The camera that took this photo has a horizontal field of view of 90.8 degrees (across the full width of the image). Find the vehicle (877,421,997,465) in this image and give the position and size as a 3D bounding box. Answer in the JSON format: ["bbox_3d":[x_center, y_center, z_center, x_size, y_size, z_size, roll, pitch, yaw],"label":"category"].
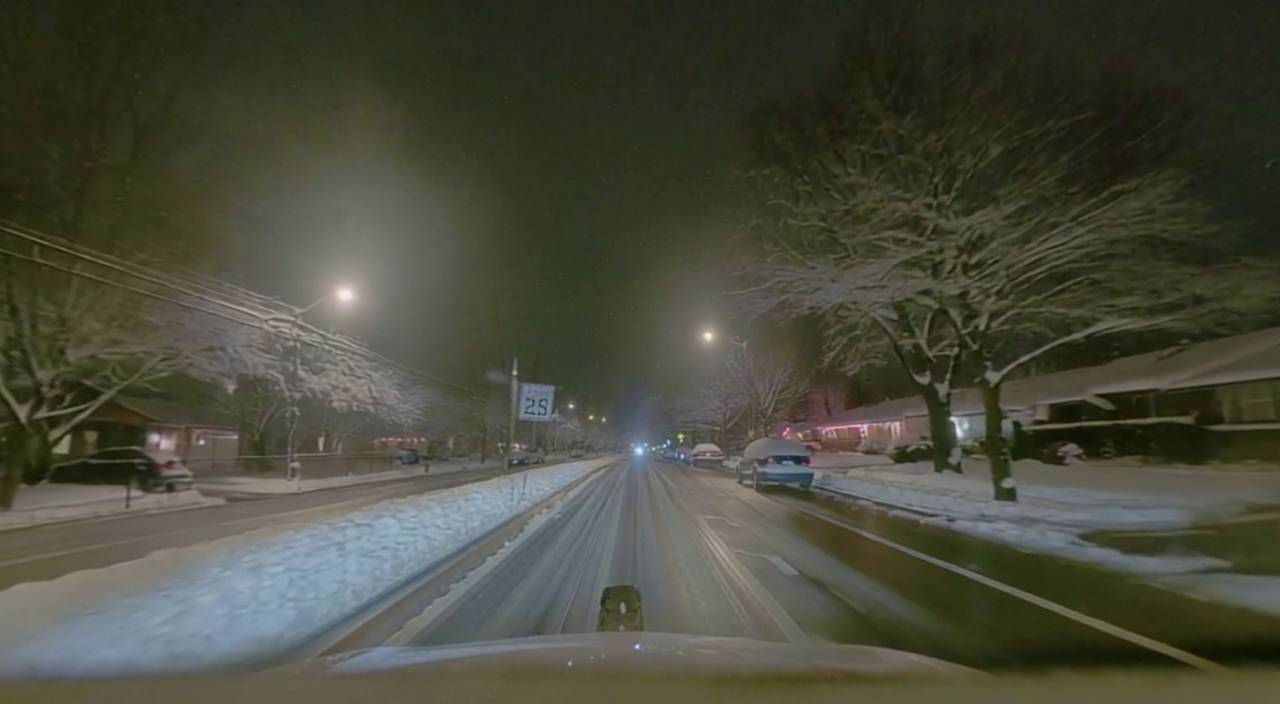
[{"bbox_3d":[15.701,4.851,33.667,5.096,1.931,2.288,-4,-9,2],"label":"vehicle"}]

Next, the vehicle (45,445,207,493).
[{"bbox_3d":[-20.488,4.636,25.302,4.818,1.625,2.012,1,-8,5],"label":"vehicle"}]

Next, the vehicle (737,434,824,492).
[{"bbox_3d":[4.990,3.999,23.080,2.082,1.763,4.718,3,-8,0],"label":"vehicle"}]

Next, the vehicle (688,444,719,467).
[{"bbox_3d":[4.743,7.823,47.574,1.934,1.546,5.009,2,-10,2],"label":"vehicle"}]
